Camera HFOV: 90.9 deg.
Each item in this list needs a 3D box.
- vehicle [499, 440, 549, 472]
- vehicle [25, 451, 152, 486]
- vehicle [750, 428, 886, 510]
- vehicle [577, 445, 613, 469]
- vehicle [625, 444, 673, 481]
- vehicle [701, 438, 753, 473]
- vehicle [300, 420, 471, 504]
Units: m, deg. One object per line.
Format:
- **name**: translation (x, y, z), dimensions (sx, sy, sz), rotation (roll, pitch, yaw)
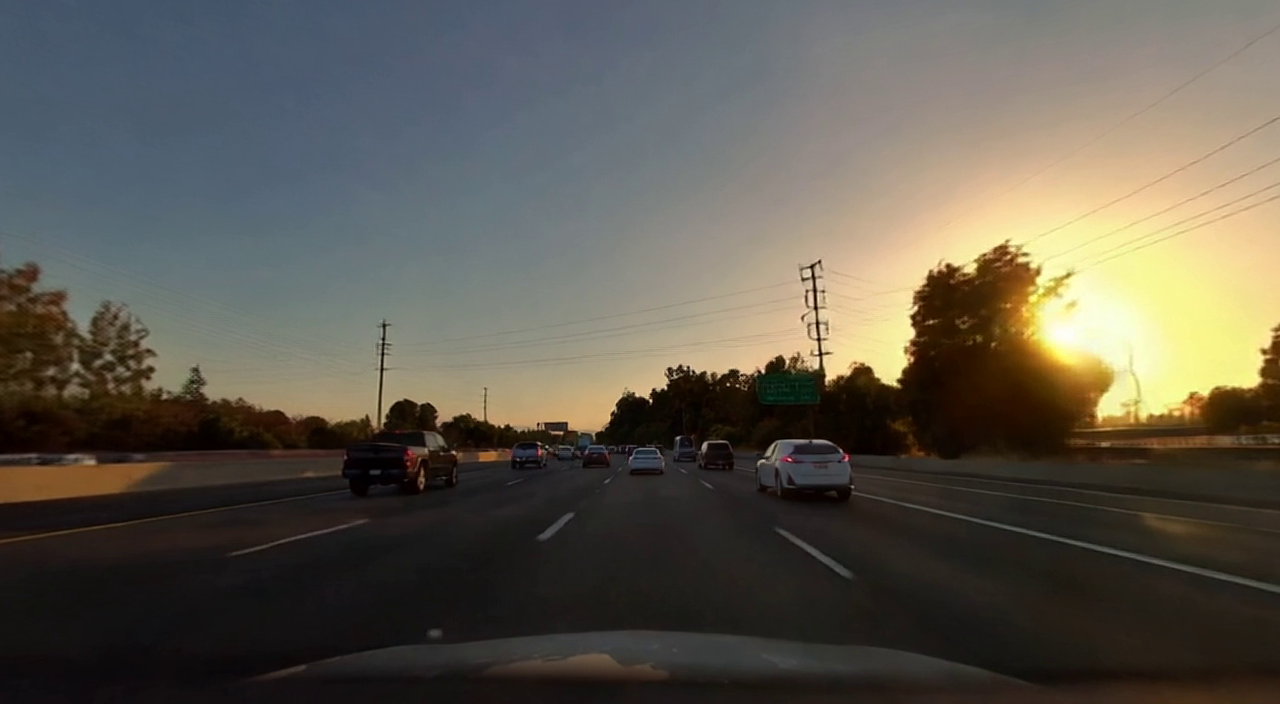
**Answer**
- **vehicle**: translation (-6.609, 5.967, 36.313), dimensions (1.978, 1.680, 4.263), rotation (0, -9, 1)
- **vehicle**: translation (-34.541, 7.285, 39.807), dimensions (2.660, 1.965, 5.799), rotation (0, -9, 1)
- **vehicle**: translation (4.099, 2.773, 15.372), dimensions (2.002, 1.691, 4.290), rotation (0, -9, 0)
- **vehicle**: translation (-2.835, 6.729, 40.664), dimensions (1.904, 1.479, 4.274), rotation (0, -9, 1)
- **vehicle**: translation (0.380, 4.752, 27.442), dimensions (1.966, 1.444, 3.986), rotation (0, -9, 1)
- **vehicle**: translation (4.621, 5.565, 34.116), dimensions (2.195, 1.778, 4.455), rotation (0, -9, 1)
- **vehicle**: translation (-6.758, 3.010, 17.732), dimensions (2.269, 1.936, 5.777), rotation (0, -9, 1)
